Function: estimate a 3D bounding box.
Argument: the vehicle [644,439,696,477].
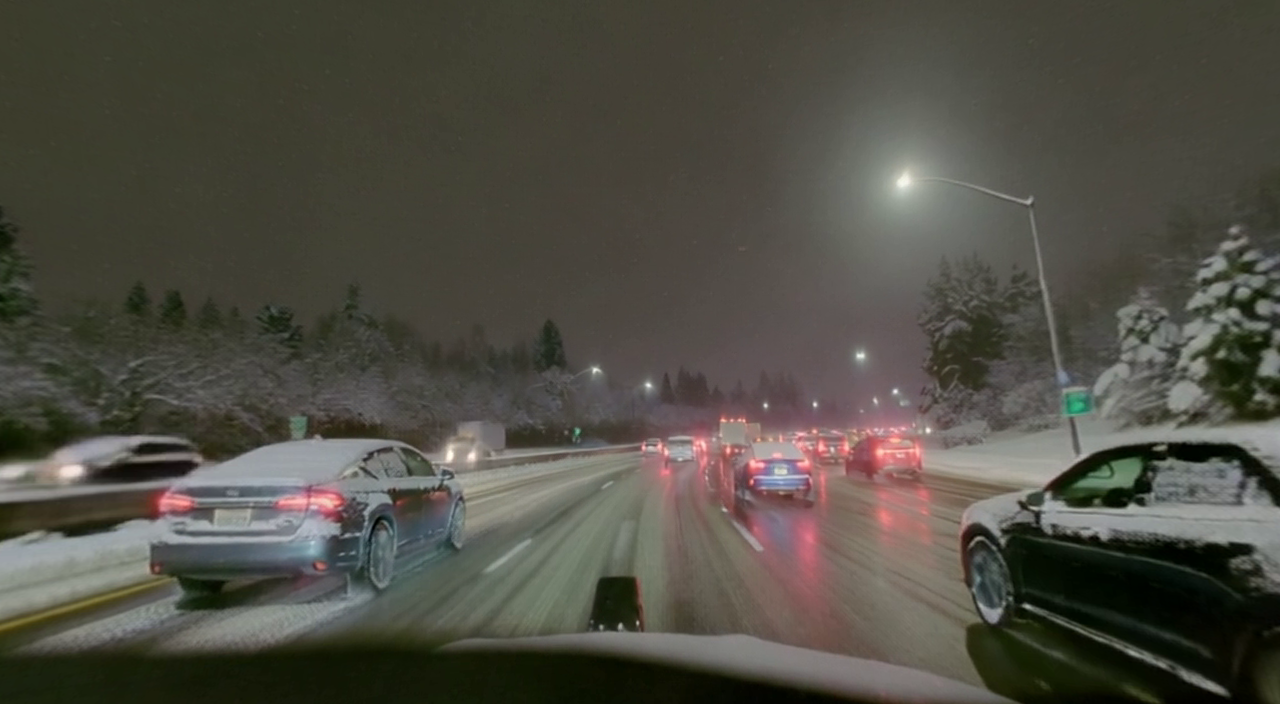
[{"bbox_3d":[1.379,4.844,28.996,2.201,1.614,3.803,0,-9,3],"label":"vehicle"}]

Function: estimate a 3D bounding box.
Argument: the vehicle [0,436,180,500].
[{"bbox_3d":[-18.995,3.908,21.658,2.227,1.917,5.034,-1,-9,4],"label":"vehicle"}]

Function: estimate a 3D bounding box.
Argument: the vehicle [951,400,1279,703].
[{"bbox_3d":[3.351,0.938,2.353,2.014,1.489,4.696,0,-9,1],"label":"vehicle"}]

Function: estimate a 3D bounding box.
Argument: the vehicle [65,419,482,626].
[{"bbox_3d":[-3.373,1.649,7.106,1.937,1.558,4.469,0,-9,1],"label":"vehicle"}]

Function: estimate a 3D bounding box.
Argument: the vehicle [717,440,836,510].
[{"bbox_3d":[3.208,2.999,15.840,2.009,1.489,4.559,0,-9,1],"label":"vehicle"}]

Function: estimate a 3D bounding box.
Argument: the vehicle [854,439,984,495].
[{"bbox_3d":[8.311,3.456,19.306,2.014,1.506,4.626,0,-9,2],"label":"vehicle"}]
